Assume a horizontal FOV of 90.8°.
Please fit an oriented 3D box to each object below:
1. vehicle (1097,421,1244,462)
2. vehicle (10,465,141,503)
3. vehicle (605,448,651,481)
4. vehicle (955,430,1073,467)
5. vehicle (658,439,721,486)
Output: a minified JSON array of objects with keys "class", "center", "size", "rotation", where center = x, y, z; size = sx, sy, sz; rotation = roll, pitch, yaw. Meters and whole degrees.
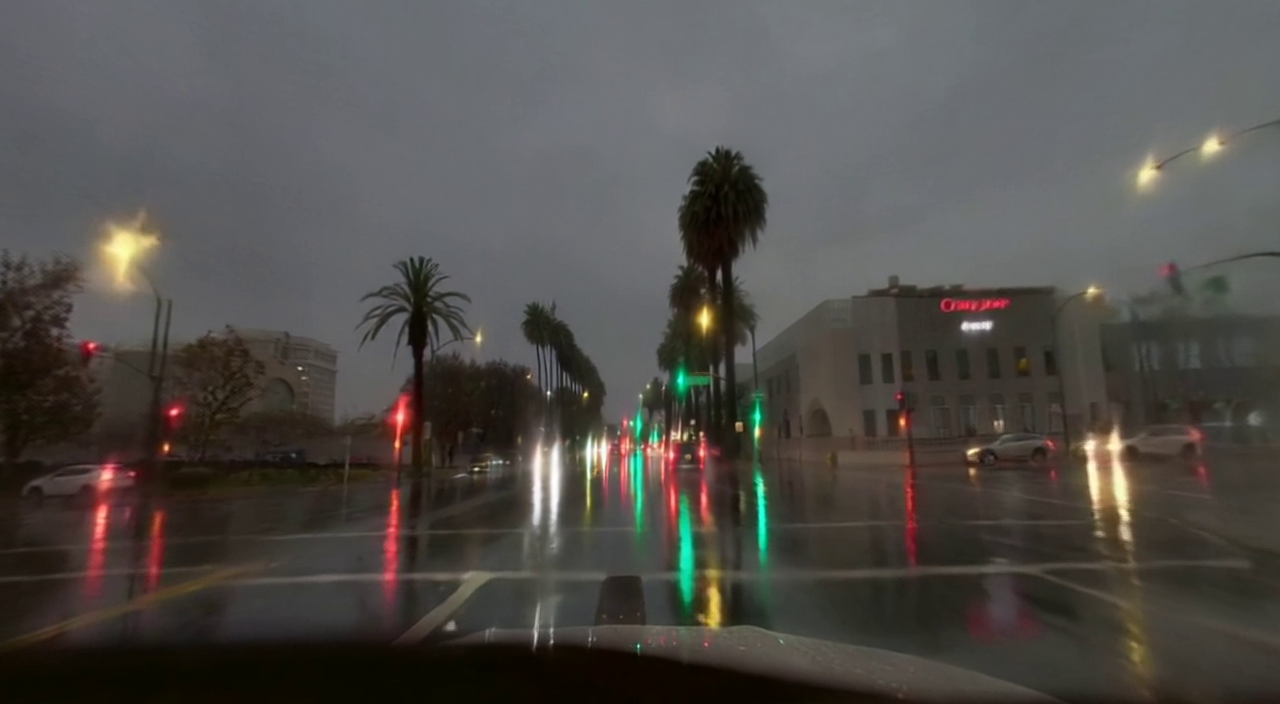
[{"class":"vehicle","center":[25.499,4.338,30.529],"size":[5.130,1.875,2.118],"rotation":[0,-9,-1]},{"class":"vehicle","center":[-28.761,6.725,32.301],"size":[4.570,1.741,2.107],"rotation":[0,-9,-2]},{"class":"vehicle","center":[-0.626,5.503,31.197],"size":[2.088,1.452,3.993],"rotation":[0,-9,-2]},{"class":"vehicle","center":[17.617,4.580,29.934],"size":[4.277,1.665,2.006],"rotation":[0,-9,-2]},{"class":"vehicle","center":[1.908,4.443,25.661],"size":[2.003,1.702,4.288],"rotation":[0,-9,-3]}]
